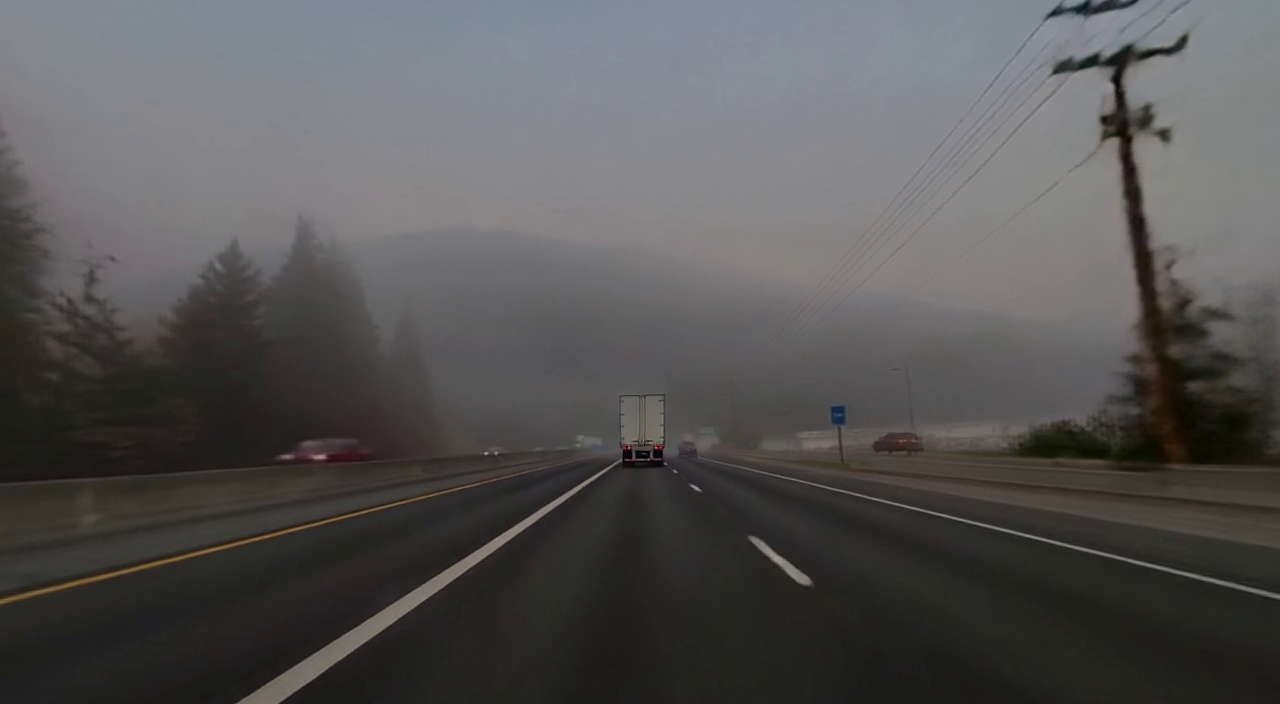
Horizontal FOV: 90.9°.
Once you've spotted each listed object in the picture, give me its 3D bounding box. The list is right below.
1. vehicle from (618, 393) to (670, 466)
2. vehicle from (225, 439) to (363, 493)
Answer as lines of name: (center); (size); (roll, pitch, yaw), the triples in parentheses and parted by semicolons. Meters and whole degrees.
vehicle: (0.173, 5.260, 41.734); (2.919, 4.101, 11.541); (0, -8, 0)
vehicle: (-12.488, 4.127, 23.246); (2.220, 1.764, 5.000); (0, -8, 0)
